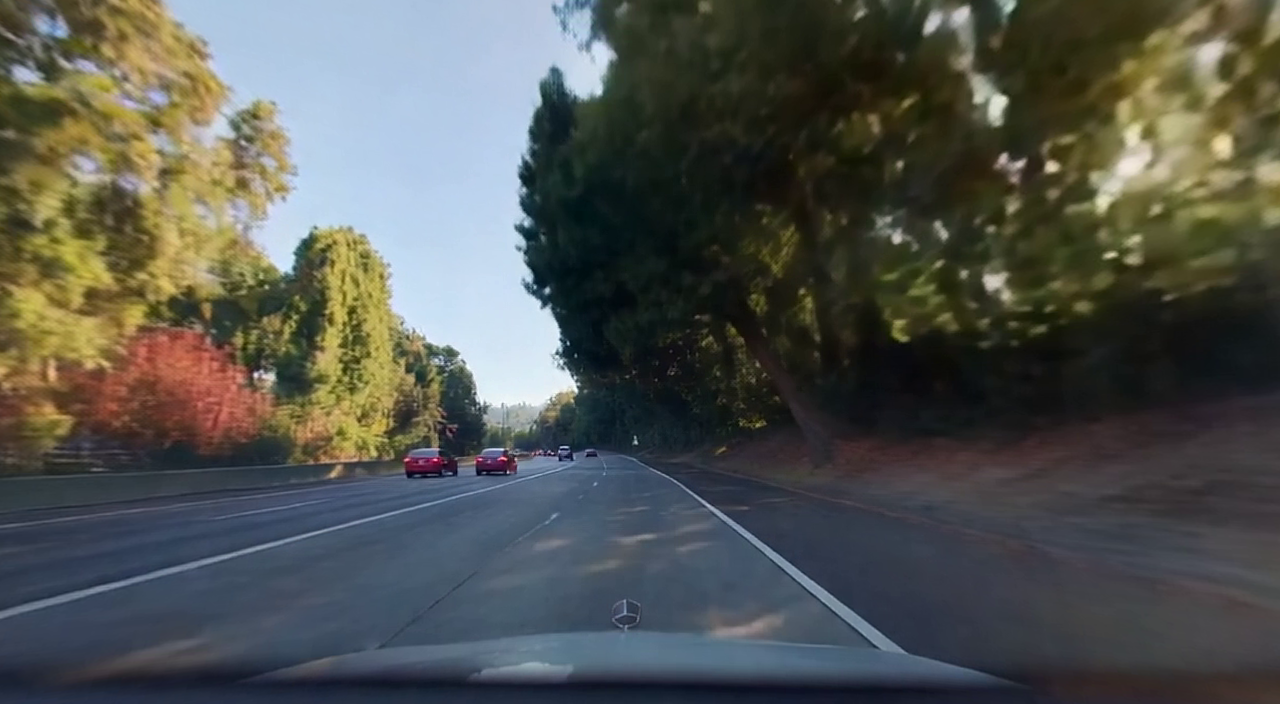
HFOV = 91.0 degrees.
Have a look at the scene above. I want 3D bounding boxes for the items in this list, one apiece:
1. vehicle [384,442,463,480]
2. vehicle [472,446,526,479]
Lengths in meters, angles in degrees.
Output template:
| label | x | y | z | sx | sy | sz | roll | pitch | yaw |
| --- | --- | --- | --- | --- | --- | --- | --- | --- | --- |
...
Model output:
| label | x | y | z | sx | sy | sz | roll | pitch | yaw |
| --- | --- | --- | --- | --- | --- | --- | --- | --- | --- |
| vehicle | -11.845 | 6.012 | 34.975 | 2.425 | 1.926 | 5.584 | 0 | -9 | -1 |
| vehicle | -7.576 | 5.965 | 34.252 | 2.060 | 1.680 | 4.255 | 0 | -9 | -1 |
